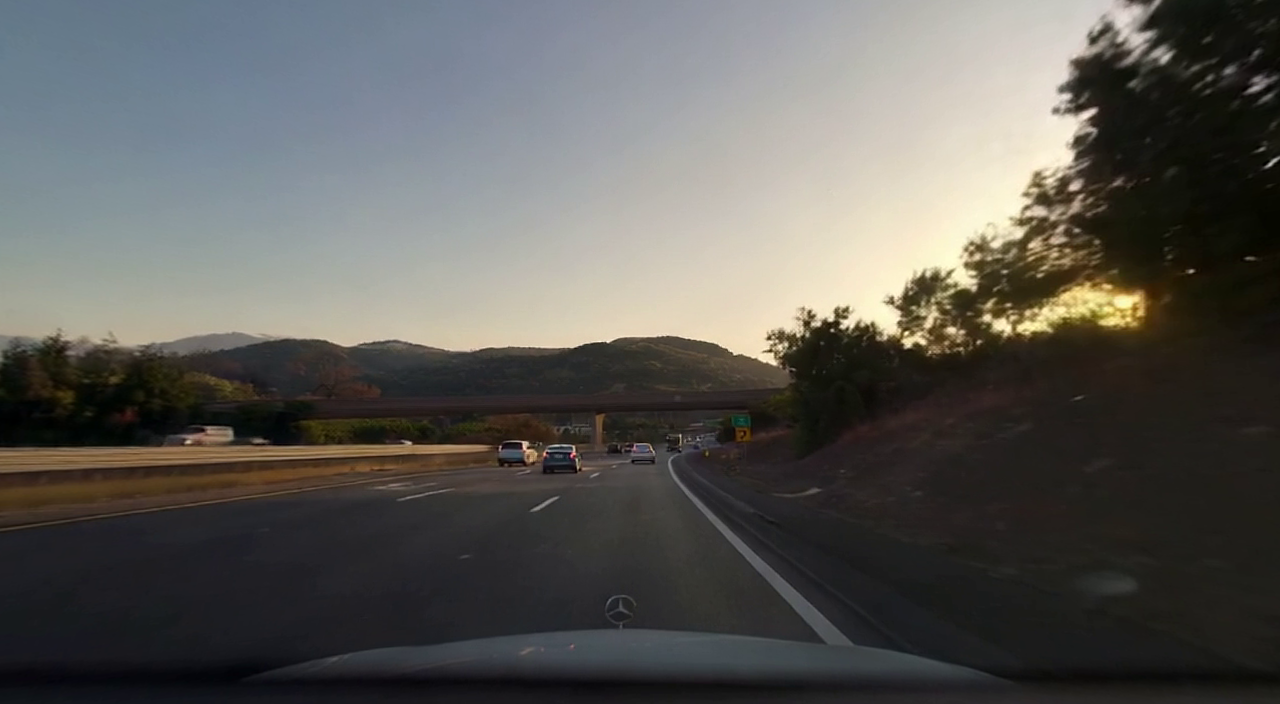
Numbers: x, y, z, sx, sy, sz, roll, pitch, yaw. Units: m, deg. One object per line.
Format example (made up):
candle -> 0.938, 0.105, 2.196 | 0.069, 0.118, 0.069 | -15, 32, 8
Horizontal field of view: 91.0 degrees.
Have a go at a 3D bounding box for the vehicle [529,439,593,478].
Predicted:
vehicle -> -3.389, 4.713, 28.023 | 2.129, 1.563, 4.387 | -1, -9, 2

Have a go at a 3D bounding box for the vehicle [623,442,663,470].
vehicle -> 0.230, 5.993, 36.343 | 2.129, 1.502, 4.321 | 0, -9, 2

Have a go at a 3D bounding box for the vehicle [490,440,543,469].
vehicle -> -7.127, 5.976, 36.759 | 2.002, 1.543, 4.466 | -1, -9, 2
